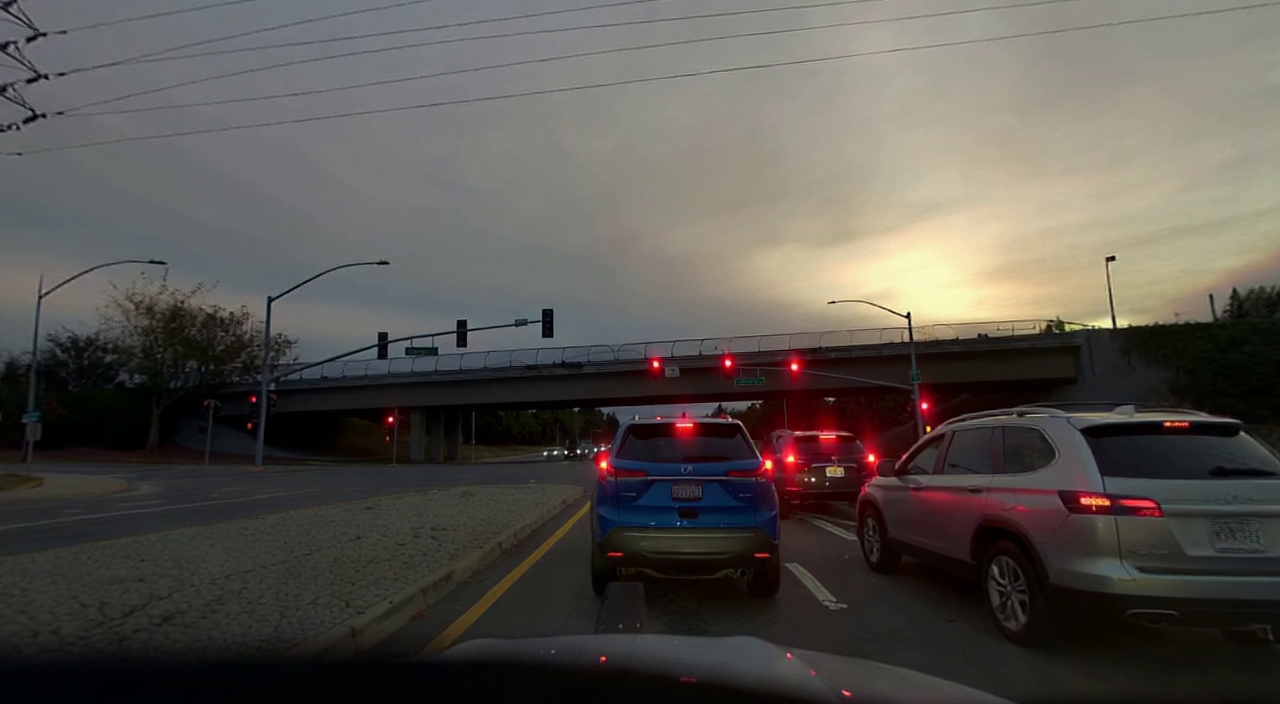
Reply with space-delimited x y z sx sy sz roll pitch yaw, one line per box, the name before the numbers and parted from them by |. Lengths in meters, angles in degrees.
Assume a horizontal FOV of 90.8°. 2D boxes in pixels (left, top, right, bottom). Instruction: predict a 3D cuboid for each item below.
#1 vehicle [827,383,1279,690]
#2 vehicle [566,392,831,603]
vehicle | 3.413 1.335 5.795 1.990 1.649 4.625 0 -8 0
vehicle | 0.450 1.553 7.600 2.240 1.778 4.335 0 -8 -1
